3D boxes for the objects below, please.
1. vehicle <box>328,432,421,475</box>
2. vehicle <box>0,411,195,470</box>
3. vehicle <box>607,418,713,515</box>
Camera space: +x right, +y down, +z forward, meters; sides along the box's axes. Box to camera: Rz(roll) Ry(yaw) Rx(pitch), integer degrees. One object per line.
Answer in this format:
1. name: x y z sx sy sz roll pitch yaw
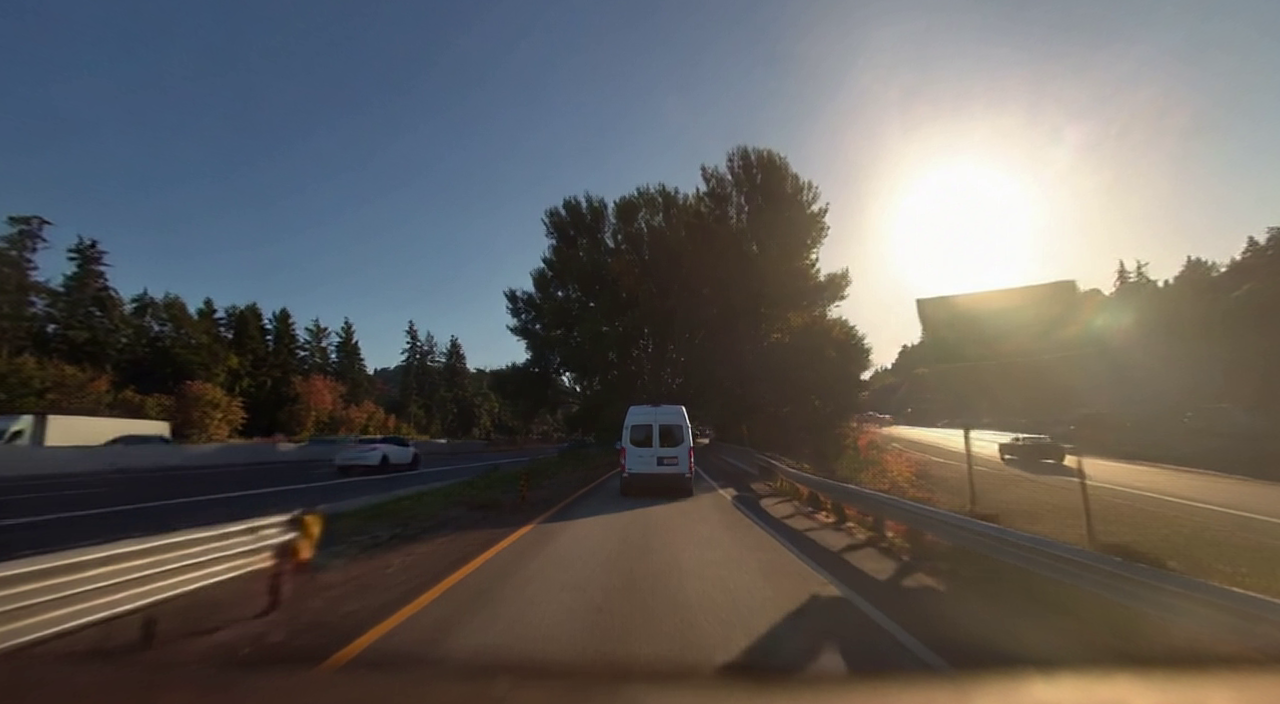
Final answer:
1. vehicle: -12.332 4.738 29.693 2.104 1.795 4.737 -1 -8 3
2. vehicle: -33.691 5.480 38.938 3.138 3.051 11.898 -1 -8 4
3. vehicle: 0.344 2.523 14.436 2.043 1.821 4.558 0 -8 -1
